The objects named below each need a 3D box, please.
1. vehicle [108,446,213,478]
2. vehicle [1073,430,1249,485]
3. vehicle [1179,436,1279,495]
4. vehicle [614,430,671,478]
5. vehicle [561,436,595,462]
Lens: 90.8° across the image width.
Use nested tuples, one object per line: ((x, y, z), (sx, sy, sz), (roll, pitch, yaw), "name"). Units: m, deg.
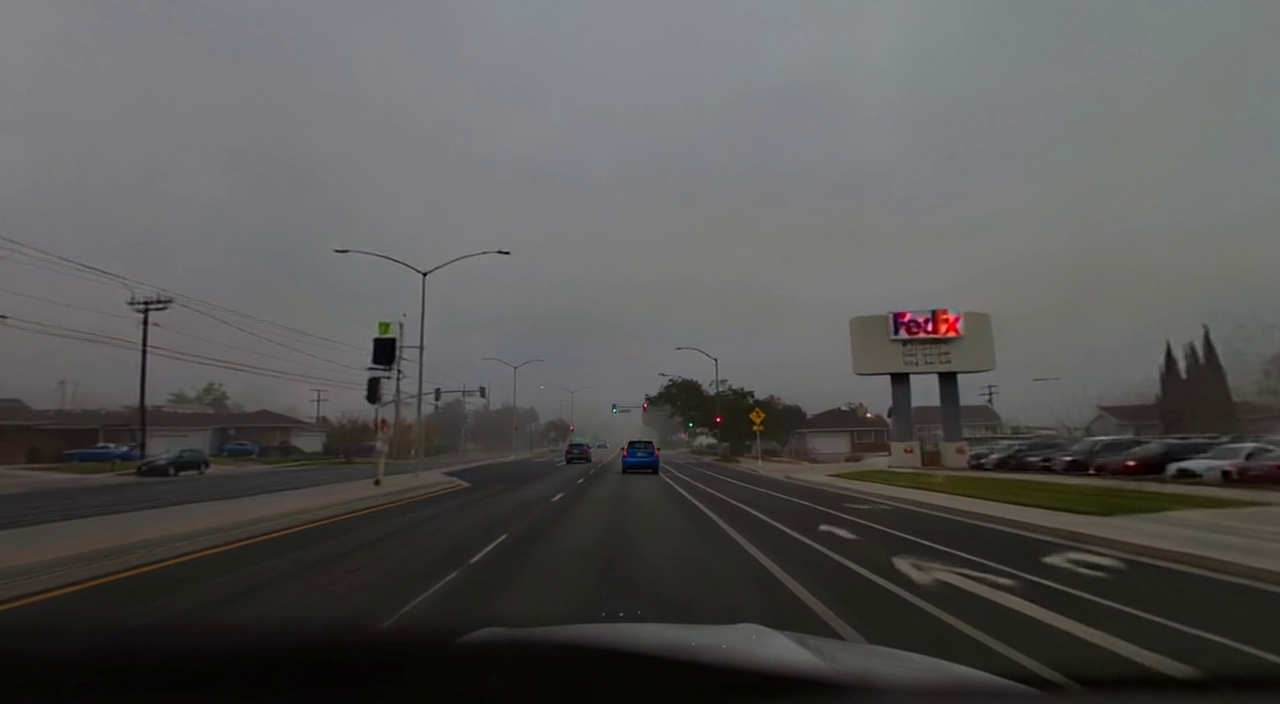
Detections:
((-26.315, 6.055, 34.901), (2.031, 1.622, 4.722), (0, -9, 0), "vehicle")
((18.540, 3.747, 22.639), (4.475, 1.838, 2.058), (0, -9, -3), "vehicle")
((18.523, 3.201, 18.018), (4.358, 1.553, 2.063), (0, -9, -1), "vehicle")
((0.023, 4.442, 27.753), (2.273, 1.909, 5.075), (0, -9, -1), "vehicle")
((-4.740, 7.519, 49.052), (2.202, 1.856, 4.516), (0, -9, 0), "vehicle")
